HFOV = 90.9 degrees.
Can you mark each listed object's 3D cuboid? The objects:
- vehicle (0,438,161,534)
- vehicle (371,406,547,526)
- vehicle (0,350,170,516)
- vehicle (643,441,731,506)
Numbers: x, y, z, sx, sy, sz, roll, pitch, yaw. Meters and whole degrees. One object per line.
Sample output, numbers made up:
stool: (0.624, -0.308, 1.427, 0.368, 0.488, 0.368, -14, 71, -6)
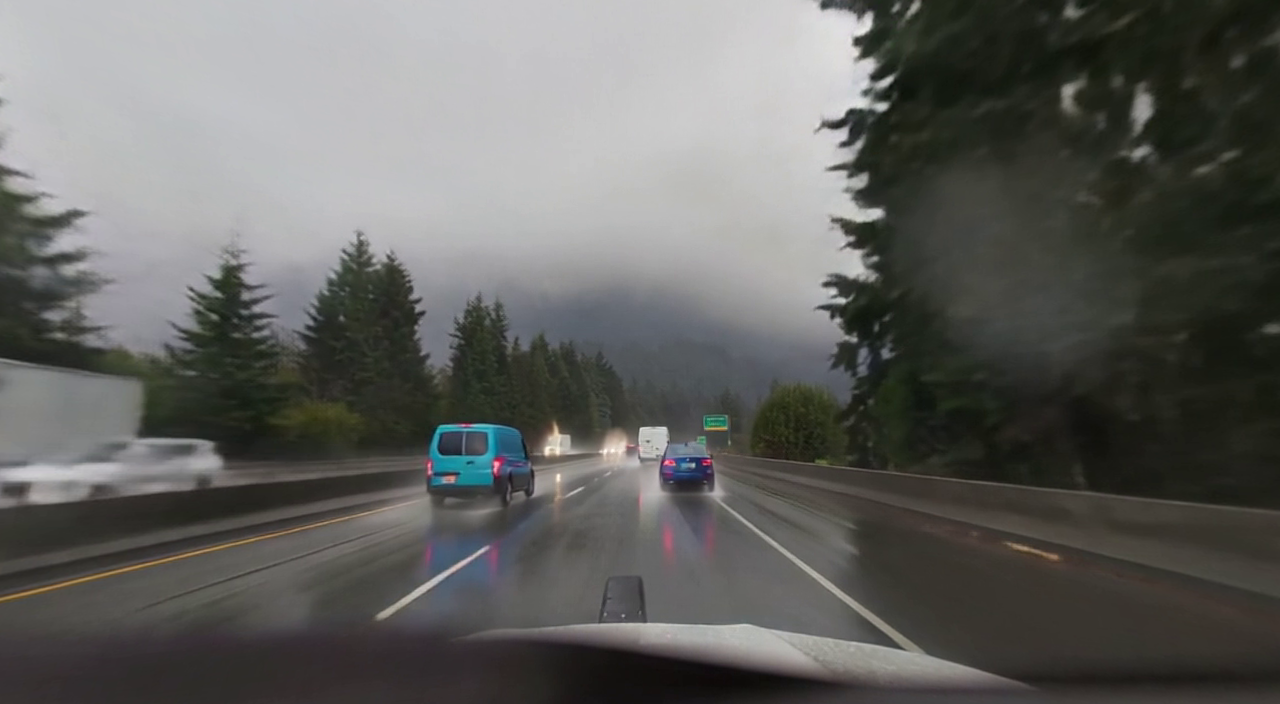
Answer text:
vehicle: (-12.614, 2.661, 12.886, 1.984, 1.727, 4.551, 0, -9, 0)
vehicle: (-3.483, 2.343, 13.387, 2.217, 2.033, 4.975, 0, -9, 0)
vehicle: (-17.402, 1.681, 13.518, 2.897, 4.077, 15.052, 0, -9, 1)
vehicle: (1.101, 3.120, 16.559, 2.012, 1.485, 3.649, 0, -9, 0)
